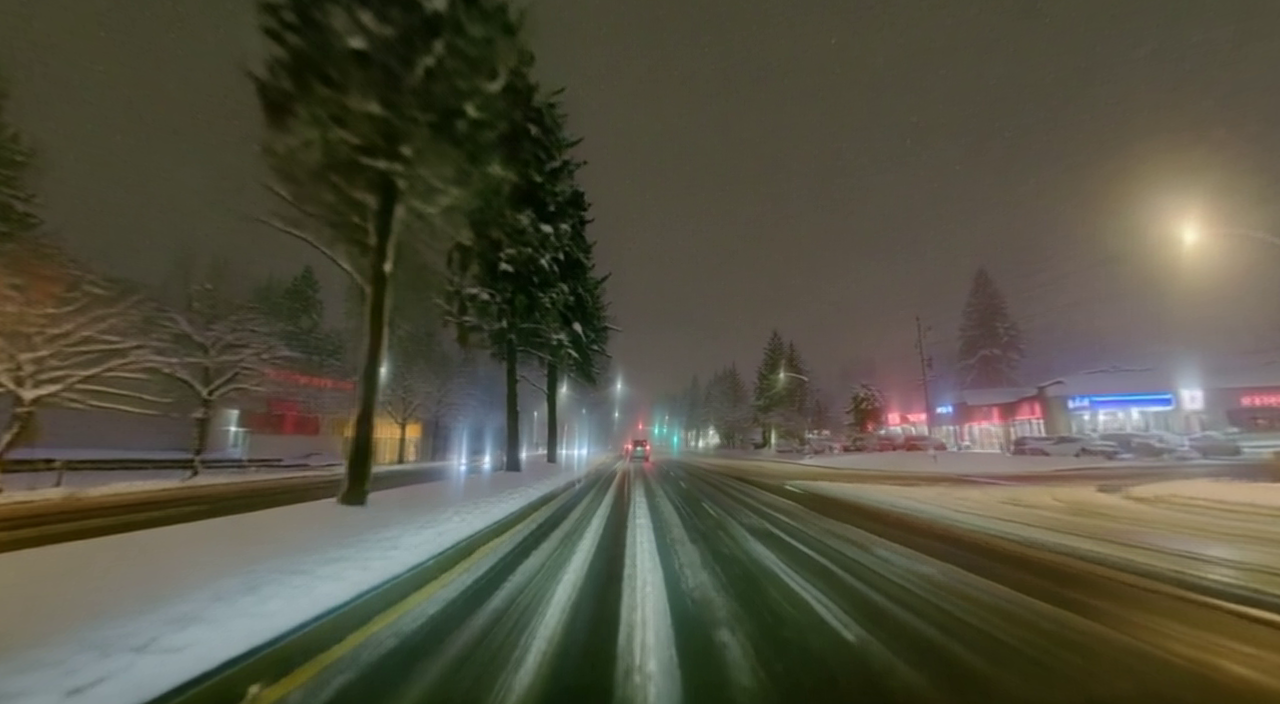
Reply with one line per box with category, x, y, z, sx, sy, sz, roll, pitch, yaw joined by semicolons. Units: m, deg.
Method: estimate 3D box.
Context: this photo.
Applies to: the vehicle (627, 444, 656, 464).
vehicle;0.109;7.974;49.699;2.159;1.461;4.142;0;-8;-1
